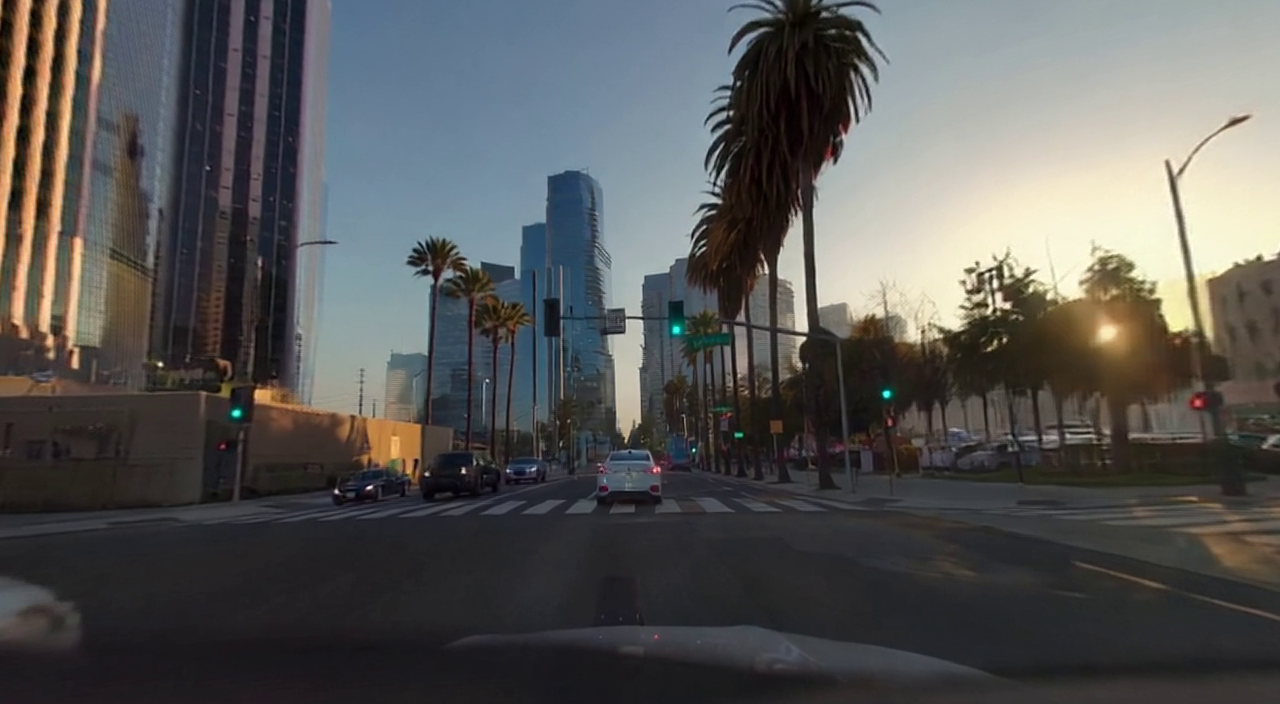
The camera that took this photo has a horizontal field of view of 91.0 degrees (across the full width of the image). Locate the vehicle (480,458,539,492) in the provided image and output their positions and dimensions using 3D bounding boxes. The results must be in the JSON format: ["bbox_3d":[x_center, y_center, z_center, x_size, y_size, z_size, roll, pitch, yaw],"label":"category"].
[{"bbox_3d":[-6.461,6.128,31.682,1.951,1.476,4.452,0,-9,0],"label":"vehicle"}]

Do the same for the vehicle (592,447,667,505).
[{"bbox_3d":[-0.327,3.875,20.078,2.145,1.632,3.972,0,-9,-1],"label":"vehicle"}]

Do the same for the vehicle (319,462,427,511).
[{"bbox_3d":[-9.654,4.870,23.208,1.977,1.475,4.491,0,-9,0],"label":"vehicle"}]

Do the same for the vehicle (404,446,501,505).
[{"bbox_3d":[-6.690,4.421,23.087,2.070,1.893,4.738,0,-9,0],"label":"vehicle"}]
